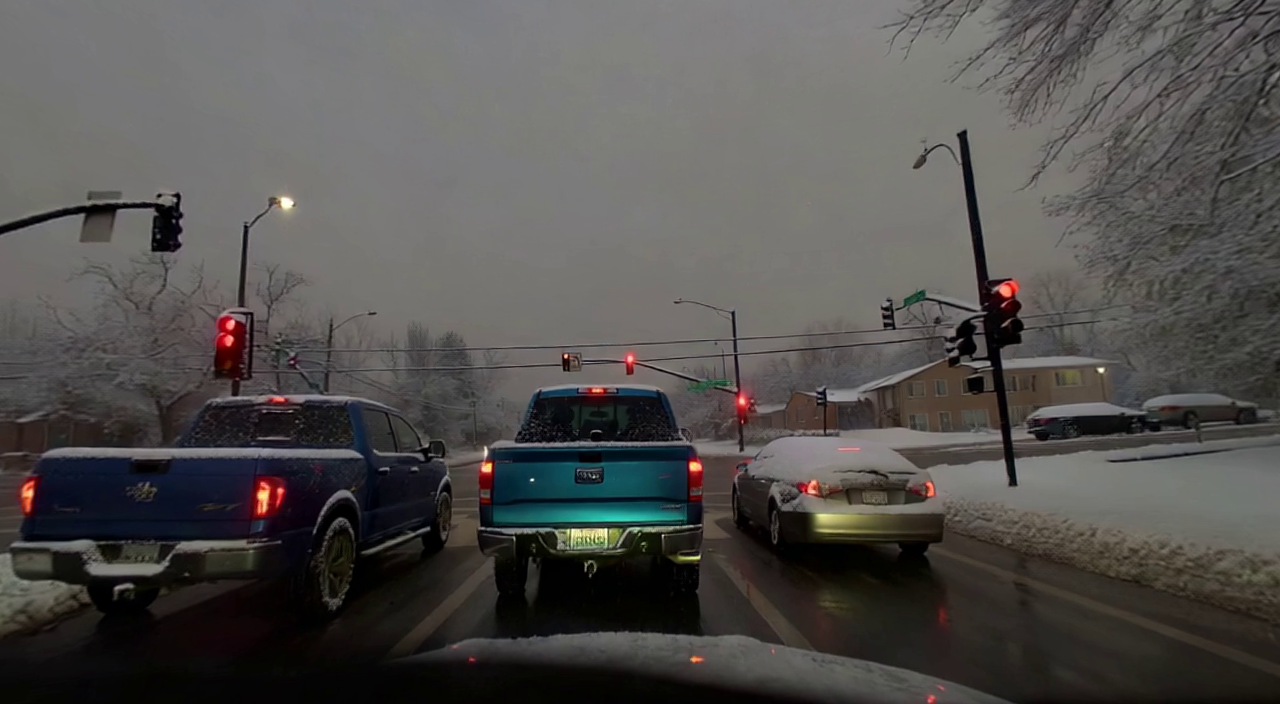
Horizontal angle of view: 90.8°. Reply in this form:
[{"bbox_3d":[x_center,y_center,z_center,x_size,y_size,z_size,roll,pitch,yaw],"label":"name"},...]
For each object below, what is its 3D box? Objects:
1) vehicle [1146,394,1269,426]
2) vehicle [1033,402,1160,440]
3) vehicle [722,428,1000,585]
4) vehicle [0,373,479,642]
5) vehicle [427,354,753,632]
[{"bbox_3d":[29.279,3.036,32.697,4.540,1.543,1.803,0,-9,0],"label":"vehicle"},{"bbox_3d":[23.352,3.578,32.488,4.721,1.866,2.188,0,-9,2],"label":"vehicle"},{"bbox_3d":[2.411,1.815,8.306,2.016,1.481,4.336,0,-9,-1],"label":"vehicle"},{"bbox_3d":[-3.464,1.437,6.961,2.146,1.828,5.148,0,-9,-2],"label":"vehicle"},{"bbox_3d":[-0.392,1.314,6.760,2.282,1.964,4.421,0,-9,-1],"label":"vehicle"}]
